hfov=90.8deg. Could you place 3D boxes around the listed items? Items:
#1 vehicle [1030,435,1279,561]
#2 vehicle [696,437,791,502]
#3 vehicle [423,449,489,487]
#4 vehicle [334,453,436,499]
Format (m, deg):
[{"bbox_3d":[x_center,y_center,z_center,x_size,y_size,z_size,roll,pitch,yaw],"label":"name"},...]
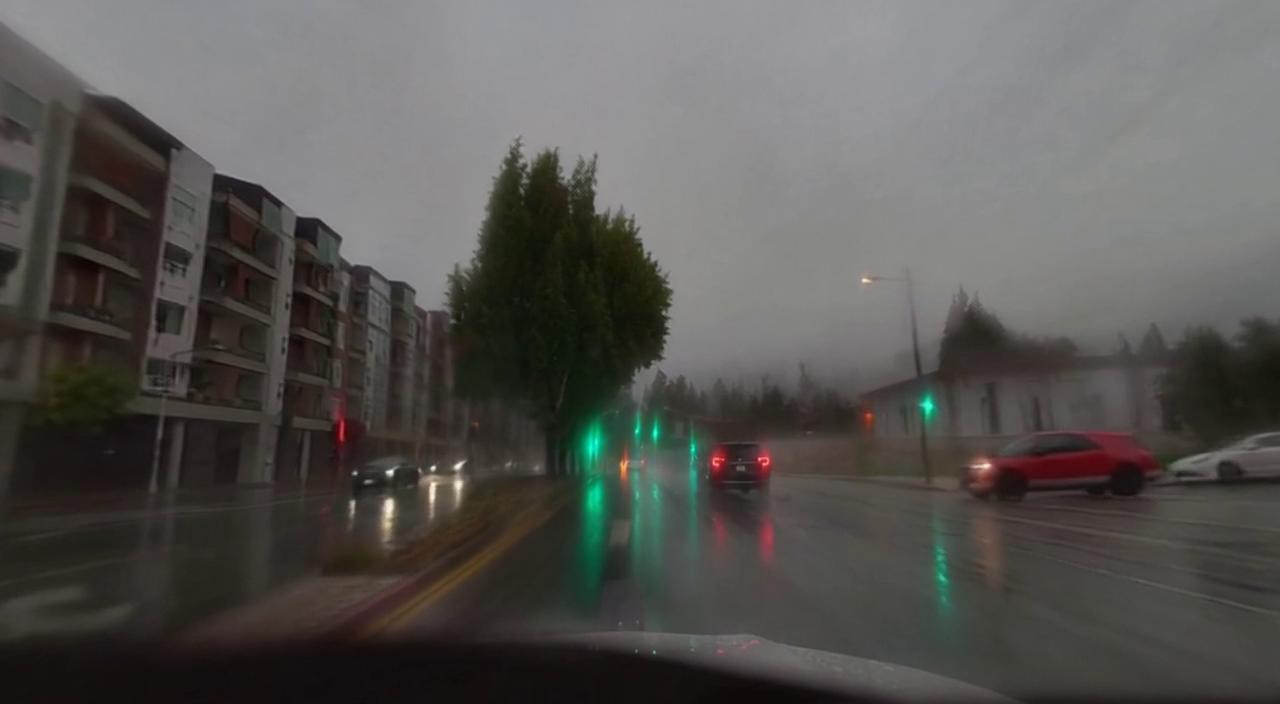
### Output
[{"bbox_3d":[8.633,2.048,9.607,1.940,1.512,5.129,0,-8,-3],"label":"vehicle"},{"bbox_3d":[3.188,3.721,20.525,2.129,1.844,4.767,0,-8,-2],"label":"vehicle"},{"bbox_3d":[-9.556,6.029,33.234,1.939,1.744,5.079,0,-8,0],"label":"vehicle"},{"bbox_3d":[-9.377,4.573,23.691,1.905,1.451,4.425,0,-8,1],"label":"vehicle"}]
